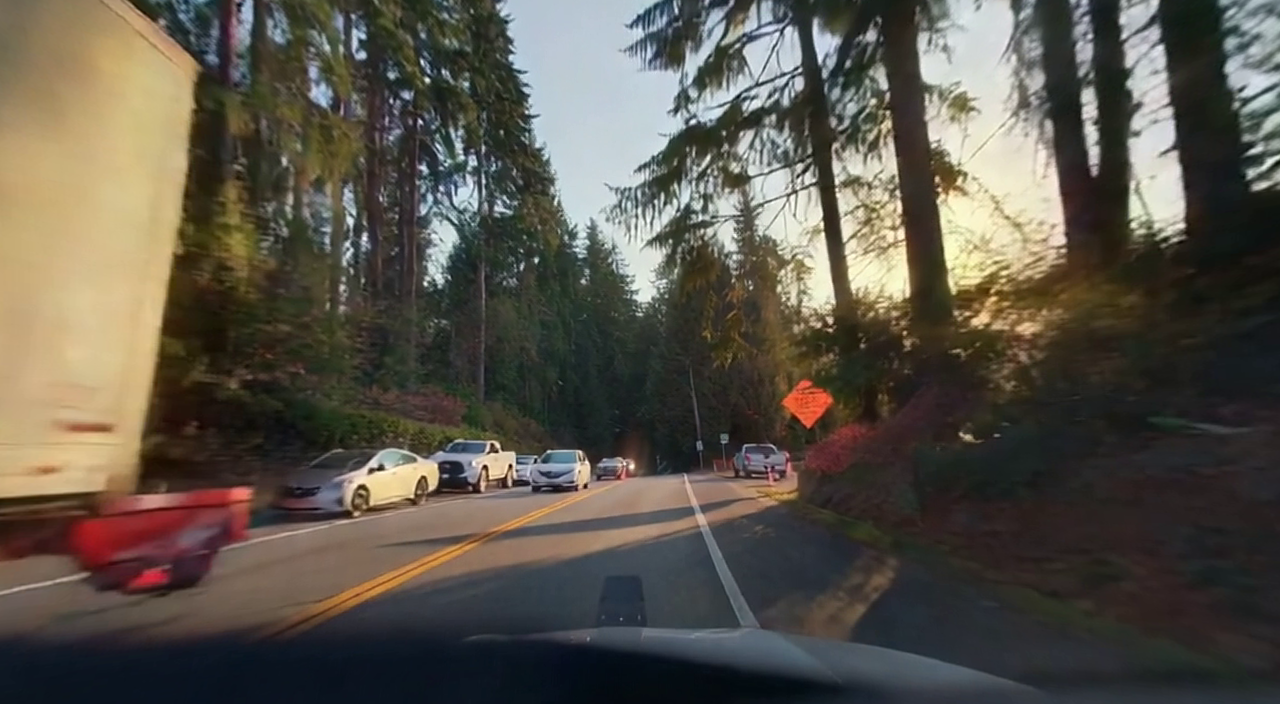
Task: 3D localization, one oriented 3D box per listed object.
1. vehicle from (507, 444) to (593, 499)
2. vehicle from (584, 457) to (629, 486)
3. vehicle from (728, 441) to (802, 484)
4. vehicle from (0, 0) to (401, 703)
[{"bbox_3d":[-3.212,4.391,23.652,2.177,1.803,4.690,0,-9,4],"label":"vehicle"},{"bbox_3d":[-1.865,6.871,36.536,1.981,1.410,4.162,-3,-9,4],"label":"vehicle"},{"bbox_3d":[6.647,5.964,34.468,2.845,2.053,6.457,0,-9,1],"label":"vehicle"},{"bbox_3d":[-3.973,0.081,2.080,3.238,2.920,8.366,-2,-9,-1],"label":"vehicle"}]
